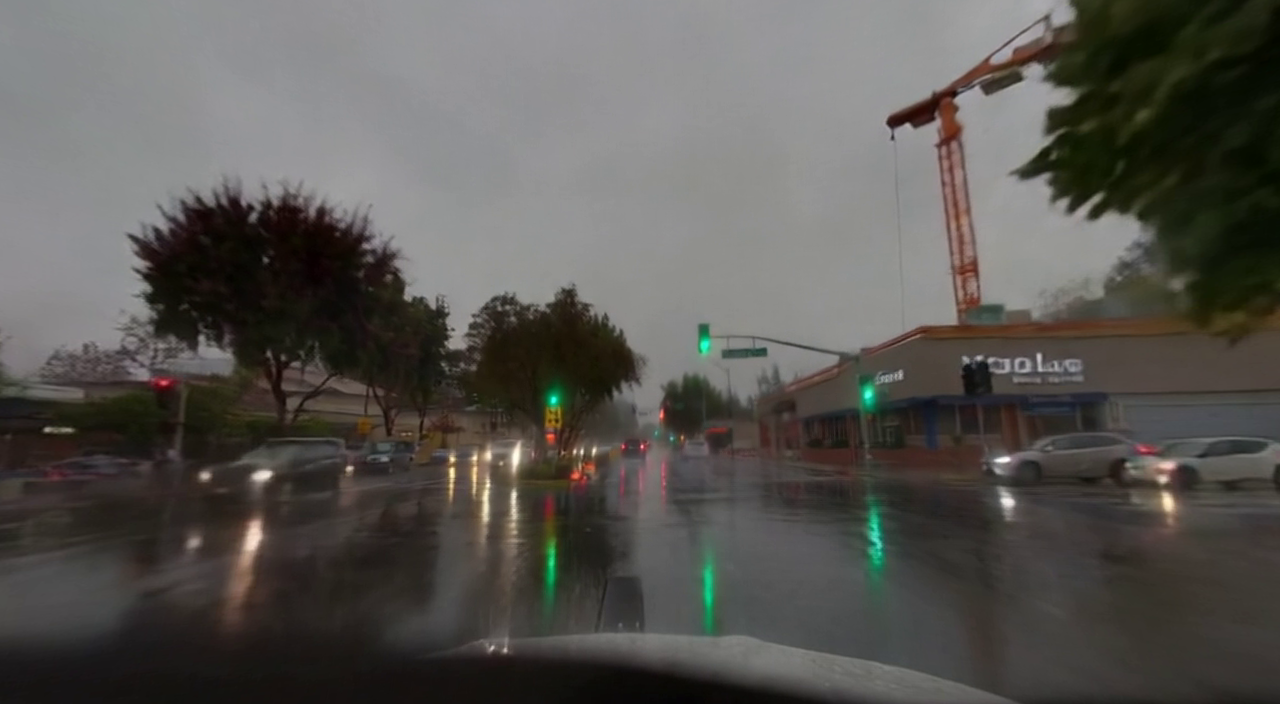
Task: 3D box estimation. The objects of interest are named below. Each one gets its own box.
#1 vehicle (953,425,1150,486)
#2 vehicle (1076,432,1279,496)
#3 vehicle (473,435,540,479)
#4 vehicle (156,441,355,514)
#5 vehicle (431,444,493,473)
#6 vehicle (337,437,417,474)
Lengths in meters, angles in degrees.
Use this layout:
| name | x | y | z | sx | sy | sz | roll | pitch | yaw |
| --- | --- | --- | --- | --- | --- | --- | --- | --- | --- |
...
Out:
| name | x | y | z | sx | sy | sz | roll | pitch | yaw |
| --- | --- | --- | --- | --- | --- | --- | --- | --- | --- |
| vehicle | 12.756 | 3.238 | 19.939 | 4.641 | 1.772 | 2.080 | -1 | -9 | 7 |
| vehicle | 13.874 | 2.760 | 15.762 | 4.506 | 1.479 | 1.924 | 0 | -8 | 2 |
| vehicle | -5.852 | 4.604 | 28.130 | 1.983 | 1.715 | 4.466 | -2 | -8 | 0 |
| vehicle | -8.798 | 2.885 | 15.040 | 2.067 | 1.460 | 4.290 | 0 | -8 | -1 |
| vehicle | -9.257 | 5.571 | 33.297 | 1.947 | 1.434 | 4.557 | 0 | -8 | 0 |
| vehicle | -16.481 | 6.511 | 39.994 | 2.314 | 2.135 | 5.914 | -1 | -8 | 2 |
